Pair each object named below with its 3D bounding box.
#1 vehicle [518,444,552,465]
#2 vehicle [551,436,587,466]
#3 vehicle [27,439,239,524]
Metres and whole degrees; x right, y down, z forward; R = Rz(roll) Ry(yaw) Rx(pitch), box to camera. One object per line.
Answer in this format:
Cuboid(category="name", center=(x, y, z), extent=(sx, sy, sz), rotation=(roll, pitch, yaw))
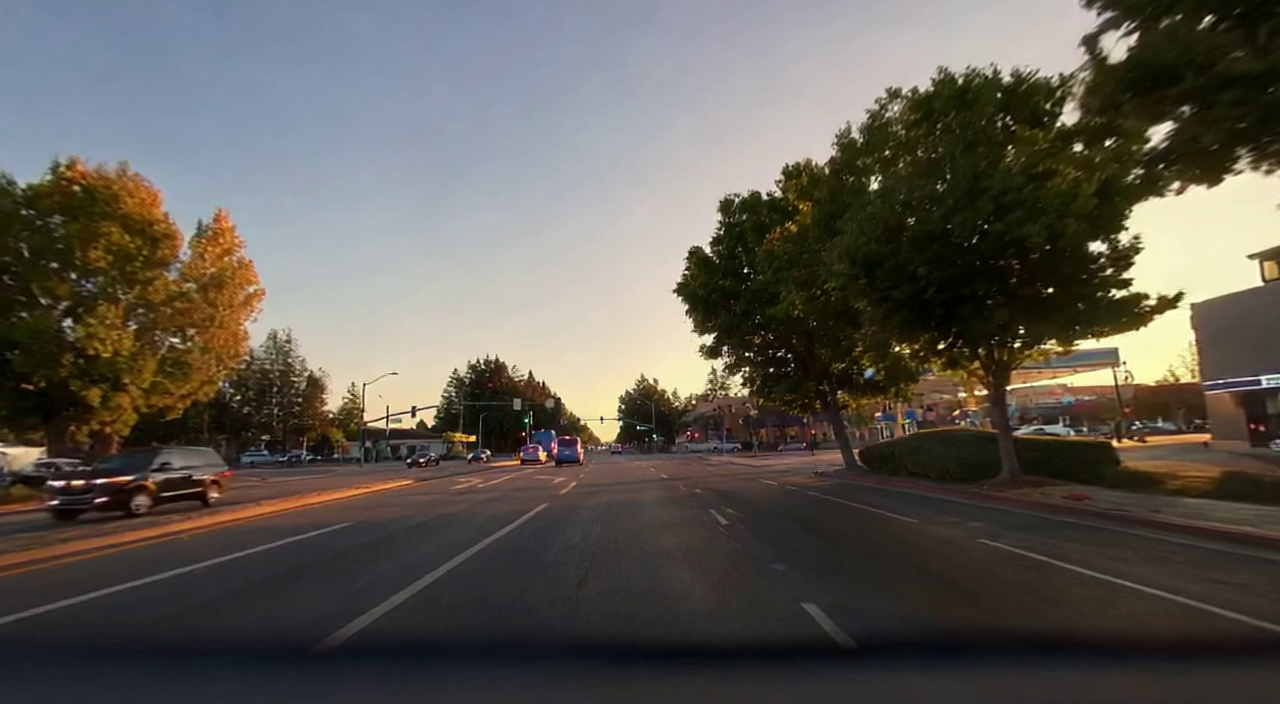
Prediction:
Cuboid(category="vehicle", center=(-7.875, 7.736, 47.765), extent=(1.993, 1.490, 4.768), rotation=(0, -8, -2))
Cuboid(category="vehicle", center=(-5.050, 7.146, 45.673), extent=(2.206, 2.007, 5.190), rotation=(0, -8, -3))
Cuboid(category="vehicle", center=(-13.187, 3.335, 16.917), extent=(2.003, 1.922, 4.463), rotation=(0, -8, -2))
